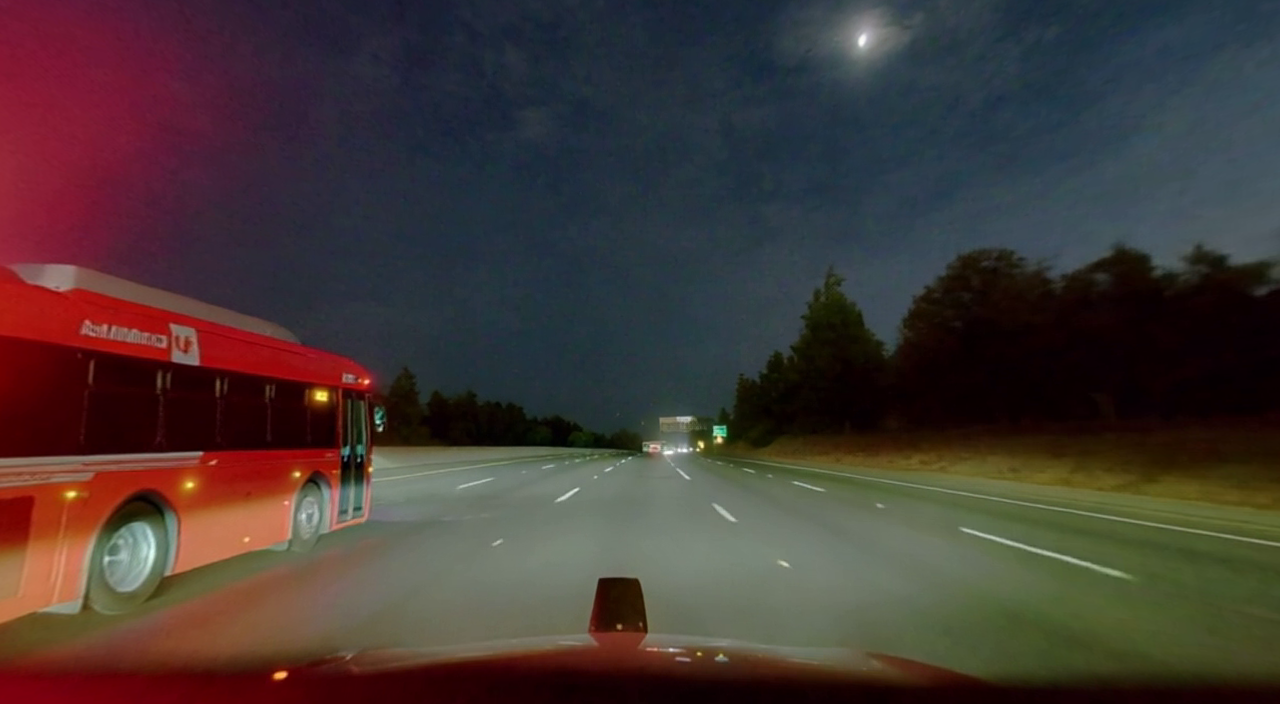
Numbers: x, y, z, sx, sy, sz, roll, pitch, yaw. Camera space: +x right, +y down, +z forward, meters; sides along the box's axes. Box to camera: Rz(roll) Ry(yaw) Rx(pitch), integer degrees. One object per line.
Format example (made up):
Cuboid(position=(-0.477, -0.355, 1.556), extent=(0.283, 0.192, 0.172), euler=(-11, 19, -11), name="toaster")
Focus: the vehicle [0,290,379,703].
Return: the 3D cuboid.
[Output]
Cuboid(position=(-4.047, 0.929, 4.422), extent=(2.127, 1.985, 5.205), euler=(-1, -8, 1), name="vehicle")
